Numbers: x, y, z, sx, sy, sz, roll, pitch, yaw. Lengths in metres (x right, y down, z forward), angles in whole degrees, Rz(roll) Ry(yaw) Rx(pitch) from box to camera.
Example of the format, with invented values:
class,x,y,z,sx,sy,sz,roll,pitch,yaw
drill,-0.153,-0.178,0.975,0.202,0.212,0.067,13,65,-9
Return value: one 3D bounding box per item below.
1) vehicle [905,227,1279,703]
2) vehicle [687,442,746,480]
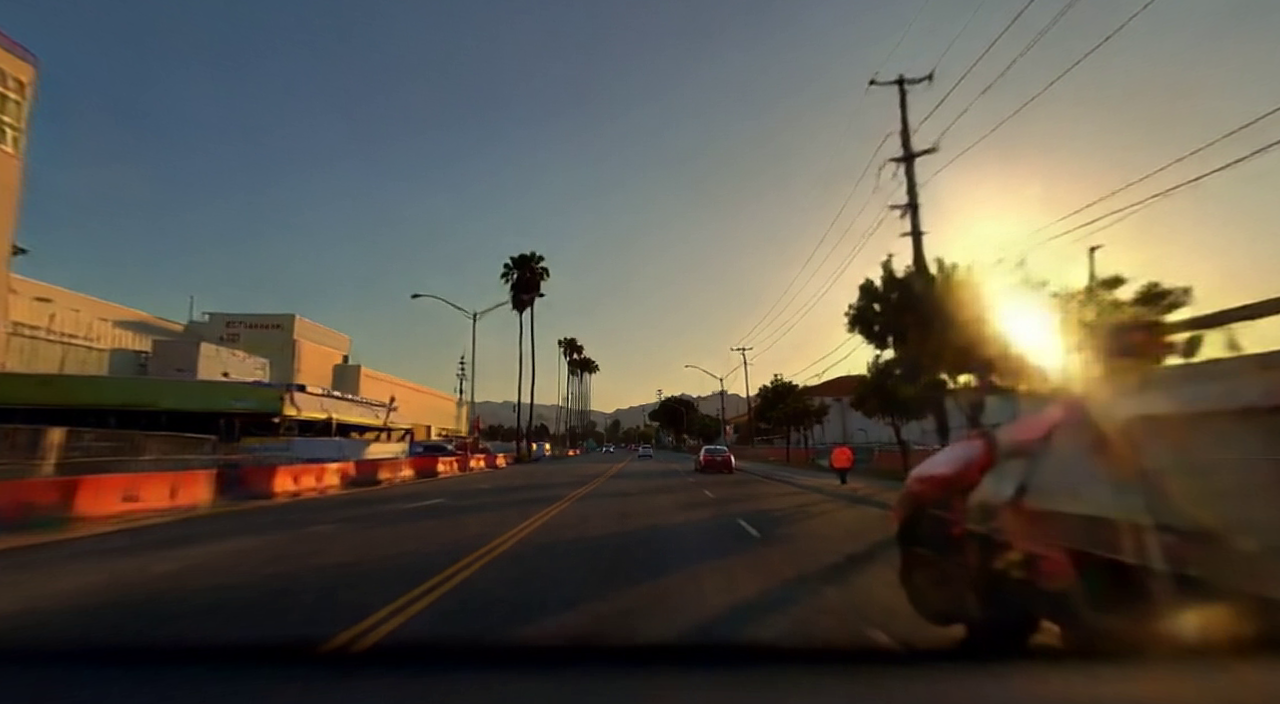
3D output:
class,x,y,z,sx,sy,sz,roll,pitch,yaw
vehicle,3.112,0.594,1.700,2.386,1.970,5.665,0,-8,1
vehicle,3.389,4.929,28.649,2.148,1.562,4.642,0,-8,0
